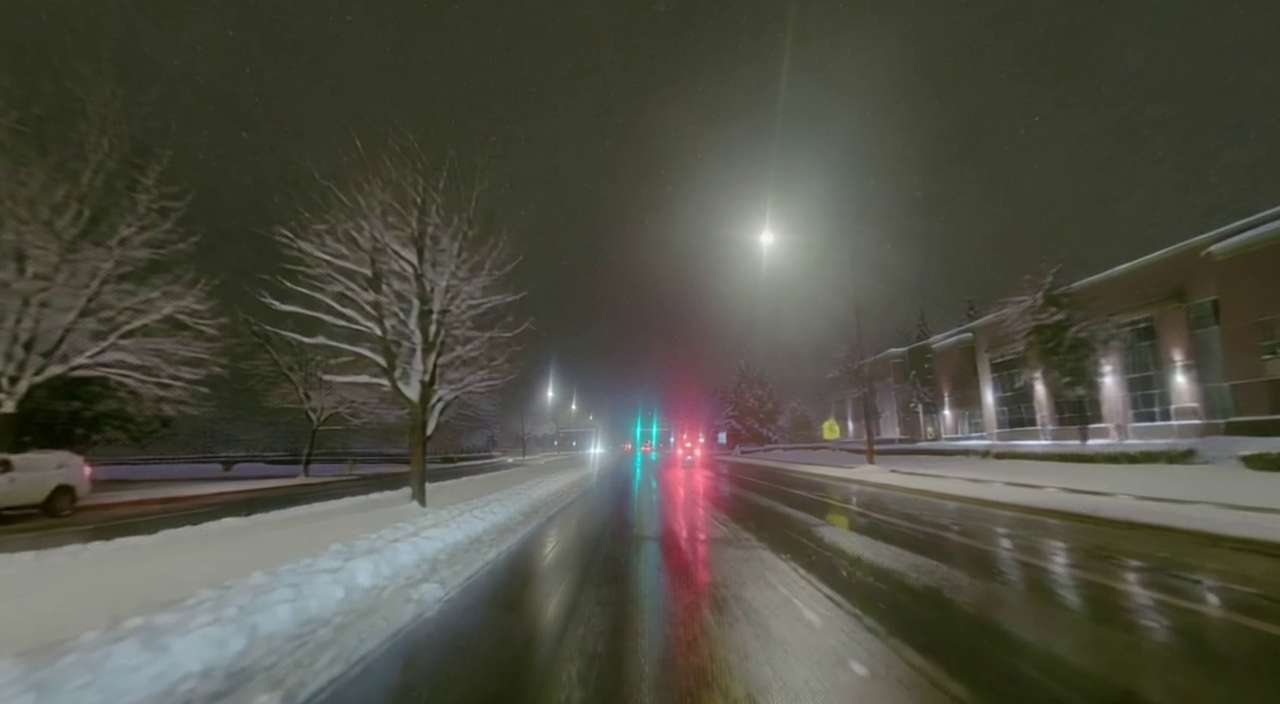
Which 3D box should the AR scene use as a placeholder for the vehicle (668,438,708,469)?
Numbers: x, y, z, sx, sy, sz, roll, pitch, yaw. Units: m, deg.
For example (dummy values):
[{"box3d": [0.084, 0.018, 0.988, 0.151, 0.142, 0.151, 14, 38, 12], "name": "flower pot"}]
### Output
[{"box3d": [3.002, 6.509, 40.566, 2.085, 1.828, 5.383, 0, -8, -1], "name": "vehicle"}]
